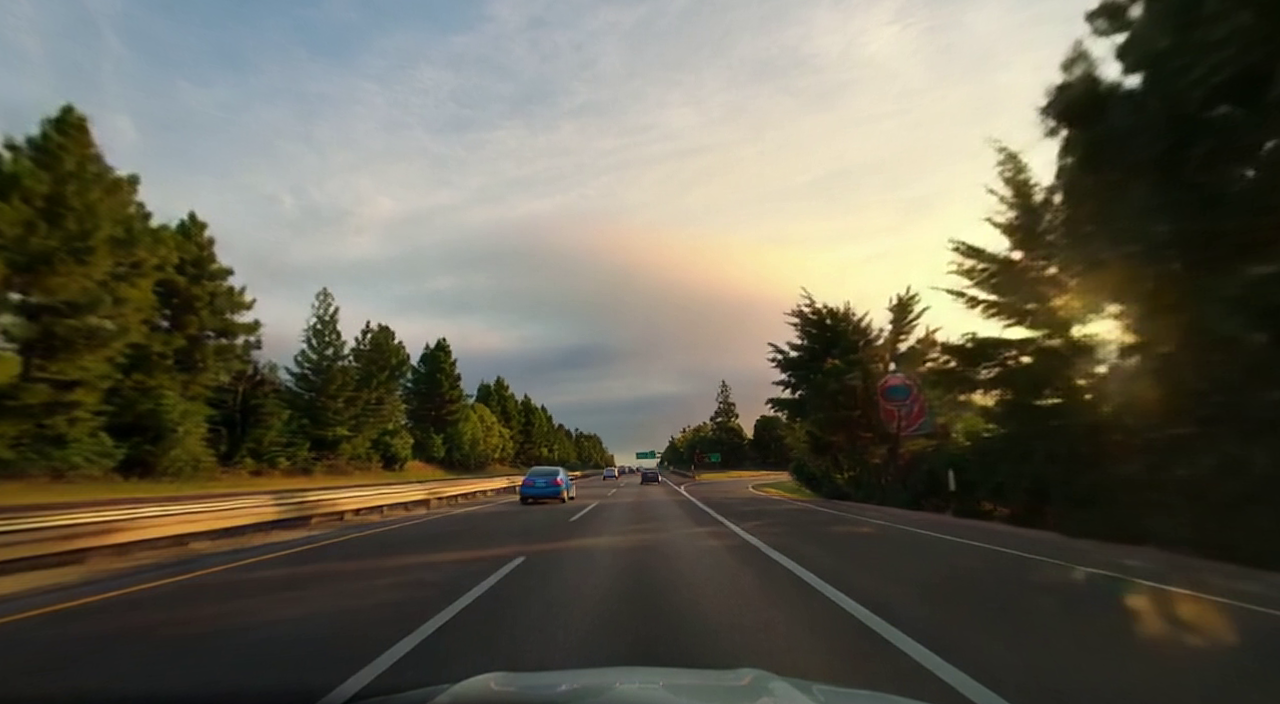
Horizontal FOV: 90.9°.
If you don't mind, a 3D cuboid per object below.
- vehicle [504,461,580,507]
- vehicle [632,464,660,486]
[{"bbox_3d":[-3.533,4.874,23.540,2.047,1.523,4.279,1,-10,1],"label":"vehicle"},{"bbox_3d":[0.485,9.623,49.252,2.065,1.596,3.869,1,-10,1],"label":"vehicle"}]
